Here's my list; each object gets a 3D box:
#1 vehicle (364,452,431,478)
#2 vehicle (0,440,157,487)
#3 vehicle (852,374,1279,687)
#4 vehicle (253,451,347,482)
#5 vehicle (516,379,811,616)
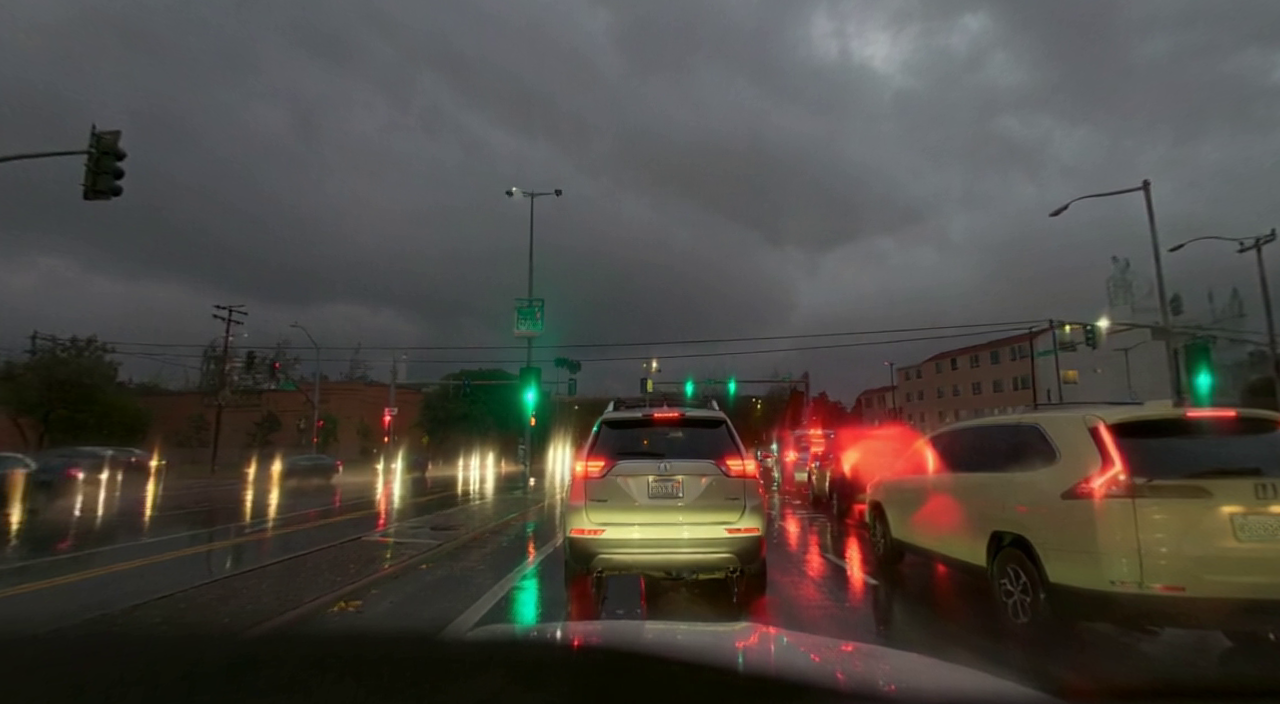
[{"bbox_3d":[-17.641,8.204,46.253,2.089,1.739,4.744,-2,-9,15],"label":"vehicle"},{"bbox_3d":[-24.580,4.836,27.550,5.062,1.946,2.243,0,-9,-1],"label":"vehicle"},{"bbox_3d":[3.597,1.289,5.659,2.018,1.701,4.288,0,-9,2],"label":"vehicle"},{"bbox_3d":[-22.134,7.423,41.202,5.156,1.849,2.044,5,-10,-31],"label":"vehicle"},{"bbox_3d":[0.225,1.461,7.216,2.292,1.840,4.394,0,-9,1],"label":"vehicle"}]
